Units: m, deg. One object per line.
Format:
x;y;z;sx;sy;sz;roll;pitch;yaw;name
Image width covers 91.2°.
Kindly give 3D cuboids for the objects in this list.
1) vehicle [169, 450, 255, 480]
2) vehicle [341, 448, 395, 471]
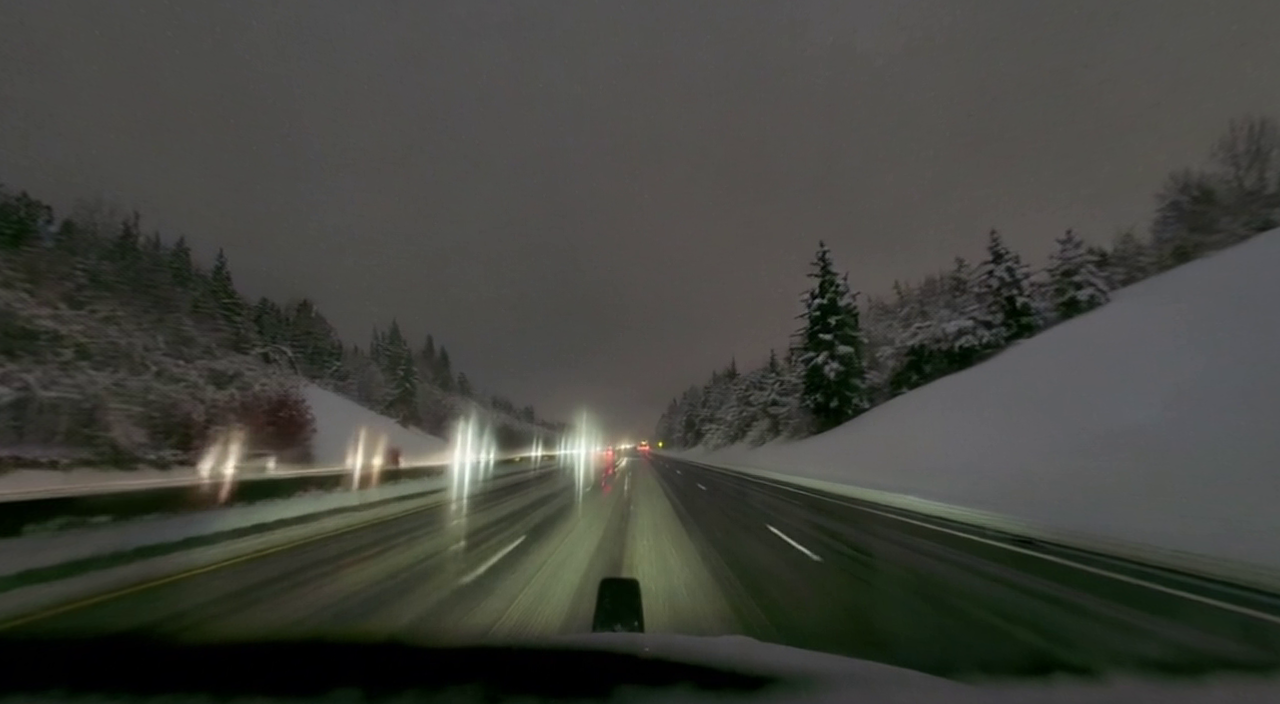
-22.763;6.018;33.498;1.878;1.477;3.769;0;-9;1;vehicle
-19.113;7.570;44.301;1.888;1.540;4.204;0;-9;1;vehicle
